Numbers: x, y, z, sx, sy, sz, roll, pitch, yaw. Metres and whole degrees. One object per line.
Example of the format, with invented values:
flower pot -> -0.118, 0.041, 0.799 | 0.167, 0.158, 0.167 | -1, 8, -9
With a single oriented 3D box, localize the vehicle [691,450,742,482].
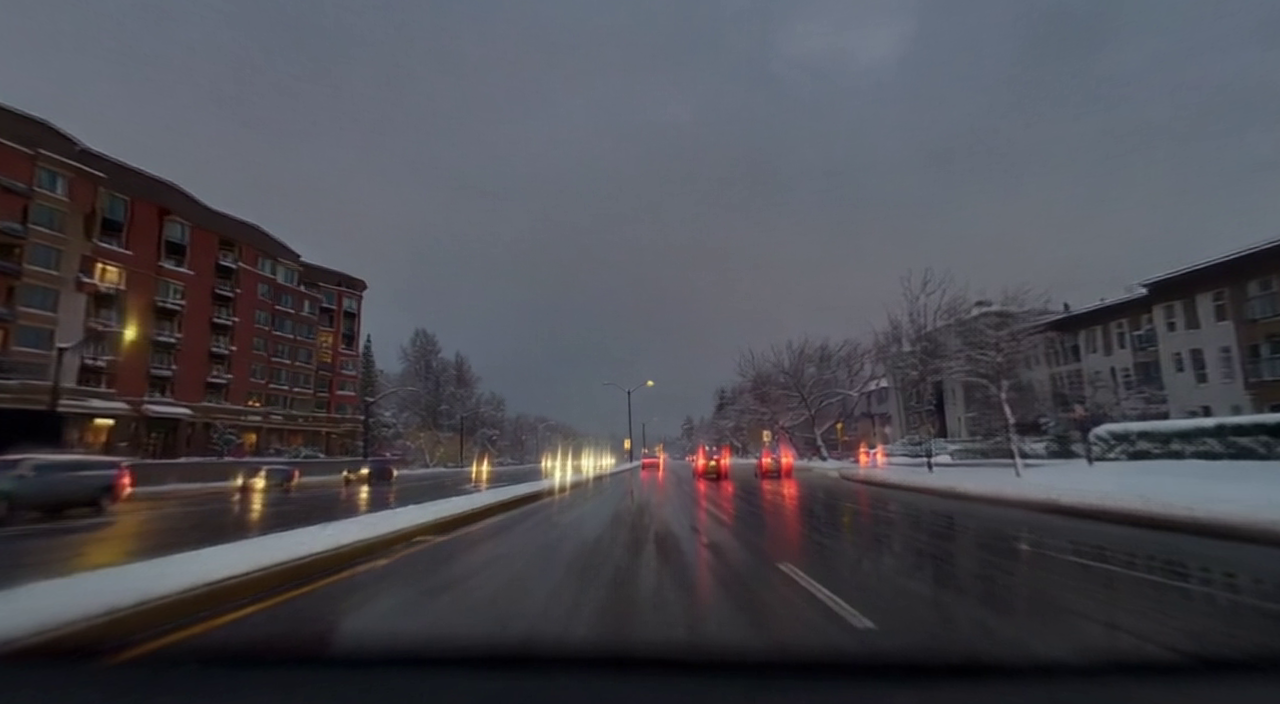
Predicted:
vehicle -> 3.774, 5.717, 32.011 | 2.020, 1.479, 4.650 | 0, -9, 0

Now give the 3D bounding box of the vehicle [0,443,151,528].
vehicle -> -14.611, 3.083, 15.056 | 2.024, 1.798, 4.588 | -1, -9, 3

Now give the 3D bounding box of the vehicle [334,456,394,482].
vehicle -> -21.108, 8.974, 48.612 | 2.141, 1.809, 5.002 | -1, -9, 3

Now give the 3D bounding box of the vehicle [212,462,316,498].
vehicle -> -17.440, 5.913, 29.600 | 1.804, 1.421, 4.659 | -1, -9, 3

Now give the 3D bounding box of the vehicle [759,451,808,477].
vehicle -> 8.389, 6.559, 37.271 | 1.932, 1.439, 4.159 | 0, -9, 0
